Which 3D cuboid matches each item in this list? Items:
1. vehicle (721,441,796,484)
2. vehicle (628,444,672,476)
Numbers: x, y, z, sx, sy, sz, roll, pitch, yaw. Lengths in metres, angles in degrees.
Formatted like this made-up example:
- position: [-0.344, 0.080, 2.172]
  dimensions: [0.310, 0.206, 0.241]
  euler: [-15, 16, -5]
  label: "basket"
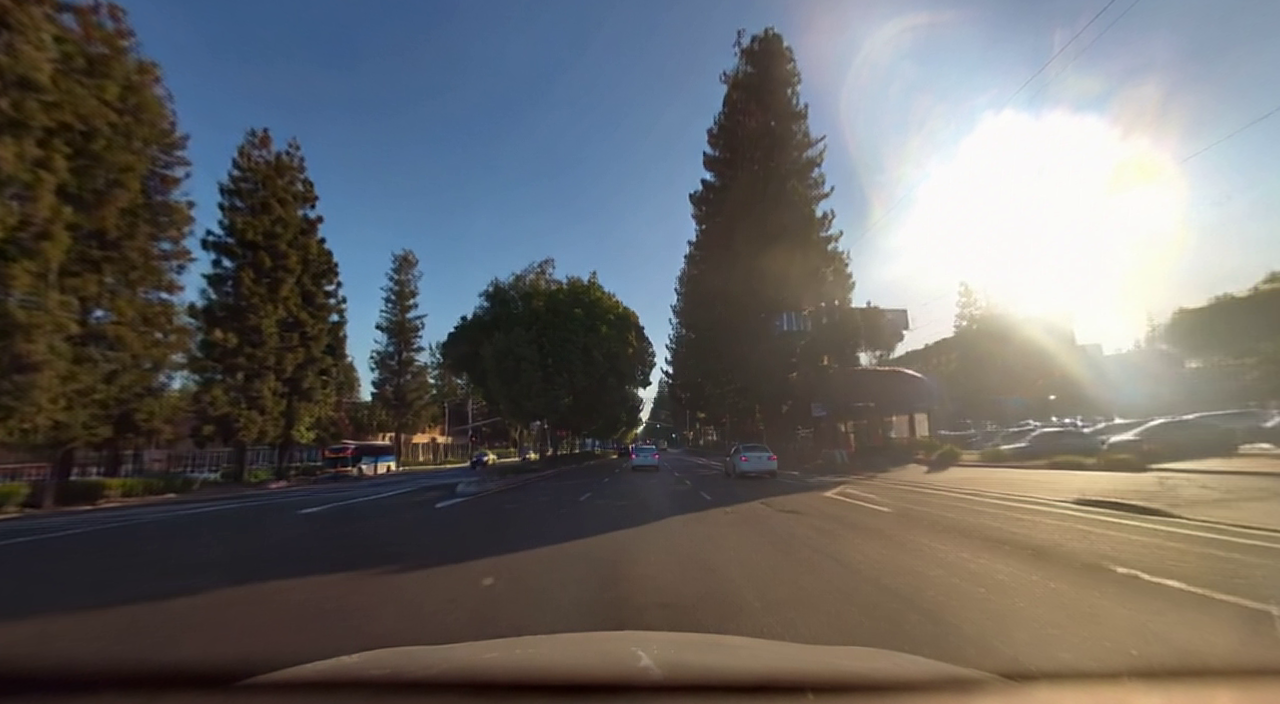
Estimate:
- position: [4.458, 4.211, 24.345]
  dimensions: [2.067, 1.497, 4.327]
  euler: [0, -8, 0]
  label: "vehicle"
- position: [0.504, 5.598, 32.994]
  dimensions: [2.144, 1.505, 4.128]
  euler: [0, -8, 0]
  label: "vehicle"
